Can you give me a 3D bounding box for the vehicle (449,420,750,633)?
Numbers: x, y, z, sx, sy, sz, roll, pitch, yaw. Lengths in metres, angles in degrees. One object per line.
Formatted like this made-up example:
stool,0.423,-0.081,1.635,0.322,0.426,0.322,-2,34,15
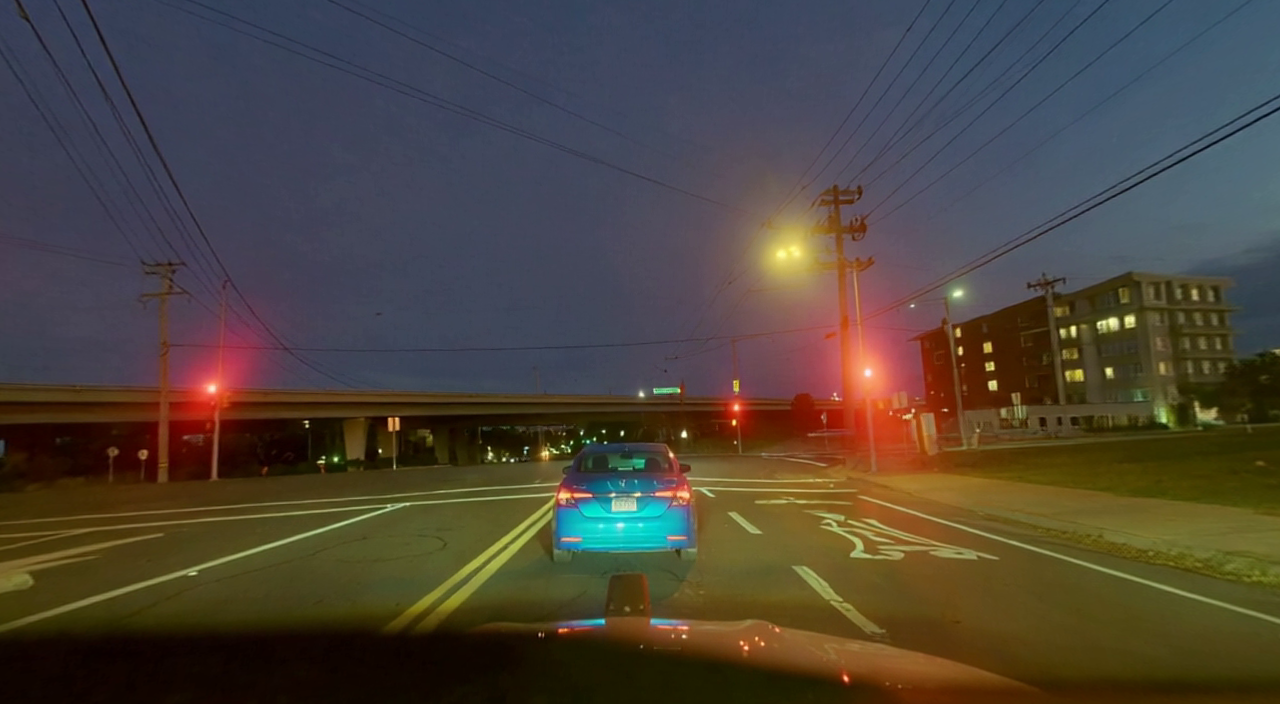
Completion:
vehicle,-0.248,1.525,6.462,2.090,1.458,4.033,-1,-9,1
